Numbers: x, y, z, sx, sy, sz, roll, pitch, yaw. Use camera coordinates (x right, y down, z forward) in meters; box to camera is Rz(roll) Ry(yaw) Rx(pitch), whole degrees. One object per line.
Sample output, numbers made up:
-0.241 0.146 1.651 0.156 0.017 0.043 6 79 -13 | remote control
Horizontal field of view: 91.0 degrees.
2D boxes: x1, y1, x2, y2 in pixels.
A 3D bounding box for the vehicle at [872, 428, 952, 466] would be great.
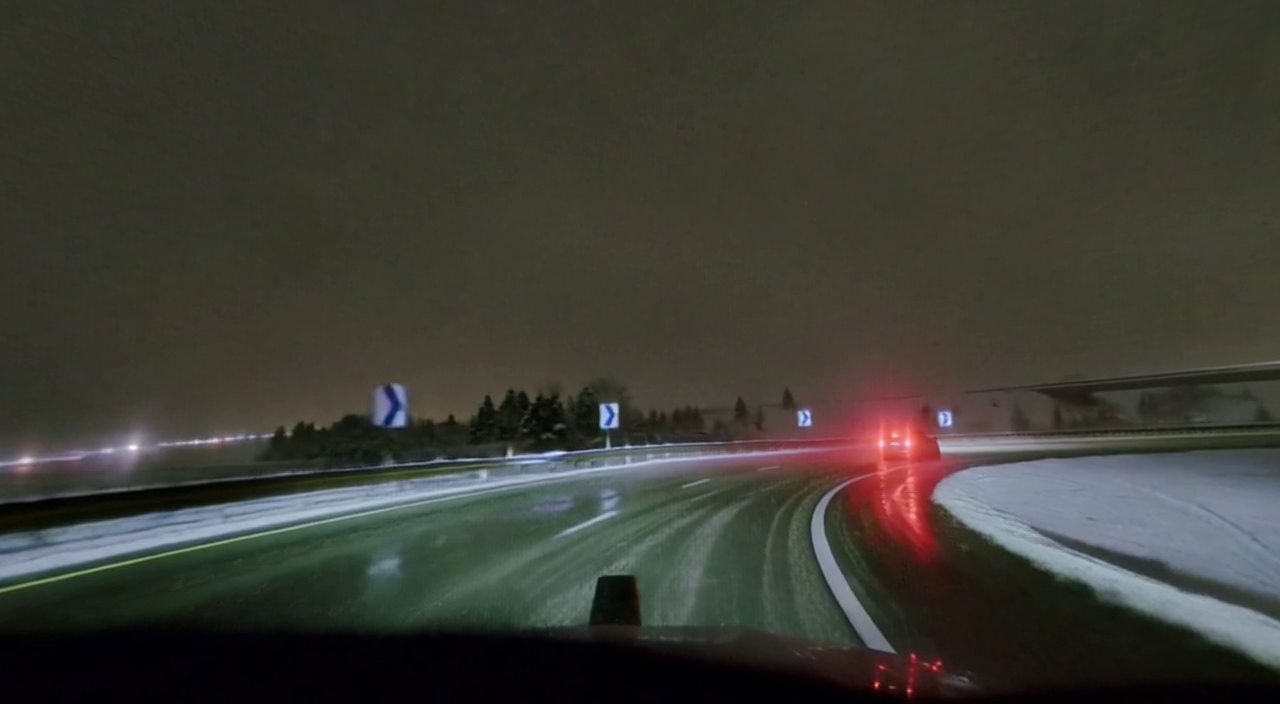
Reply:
12.015 4.130 27.668 2.028 1.440 3.970 -3 -8 42 | vehicle
